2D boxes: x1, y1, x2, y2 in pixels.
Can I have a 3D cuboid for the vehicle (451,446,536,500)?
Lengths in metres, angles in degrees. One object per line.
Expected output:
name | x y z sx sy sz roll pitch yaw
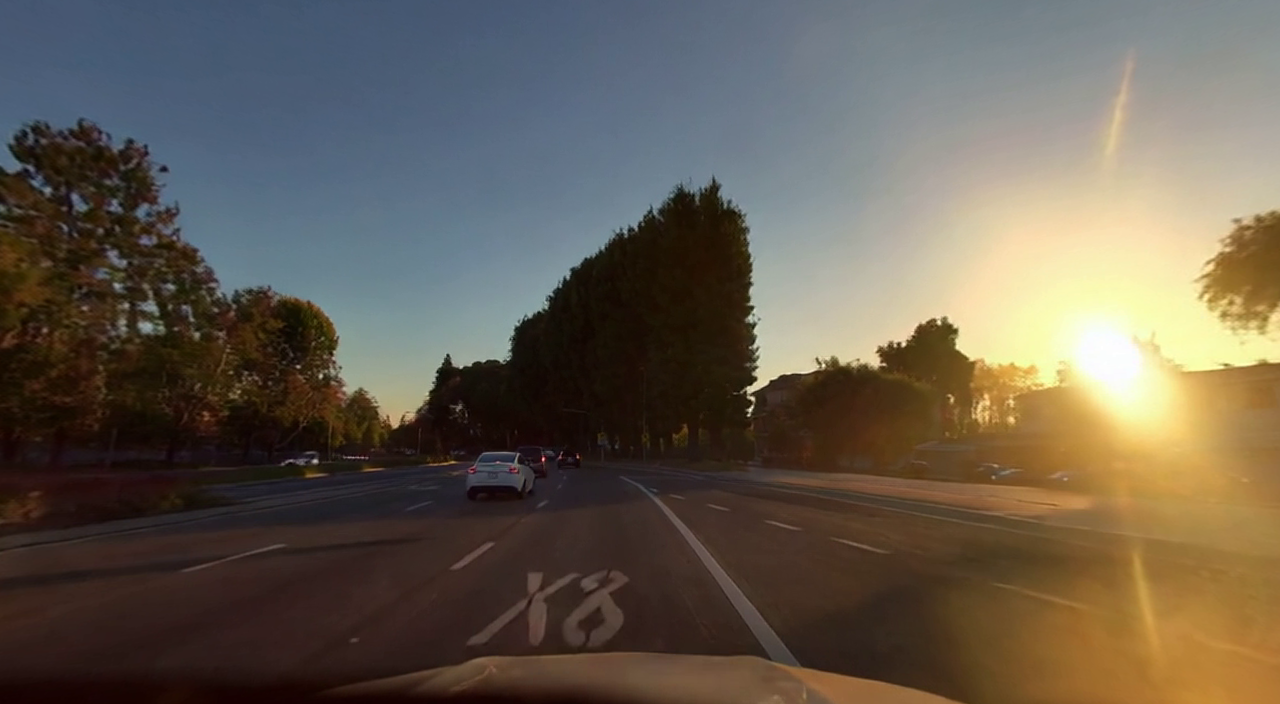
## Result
vehicle | -4.961 4.122 22.052 2.098 1.613 4.606 0 -8 -3

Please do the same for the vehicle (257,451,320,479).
vehicle | -22.100 7.076 39.871 1.844 1.582 4.218 0 -8 -5

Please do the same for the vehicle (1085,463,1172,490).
vehicle | 35.965 9.173 46.685 1.973 1.671 5.072 1 -8 -7
